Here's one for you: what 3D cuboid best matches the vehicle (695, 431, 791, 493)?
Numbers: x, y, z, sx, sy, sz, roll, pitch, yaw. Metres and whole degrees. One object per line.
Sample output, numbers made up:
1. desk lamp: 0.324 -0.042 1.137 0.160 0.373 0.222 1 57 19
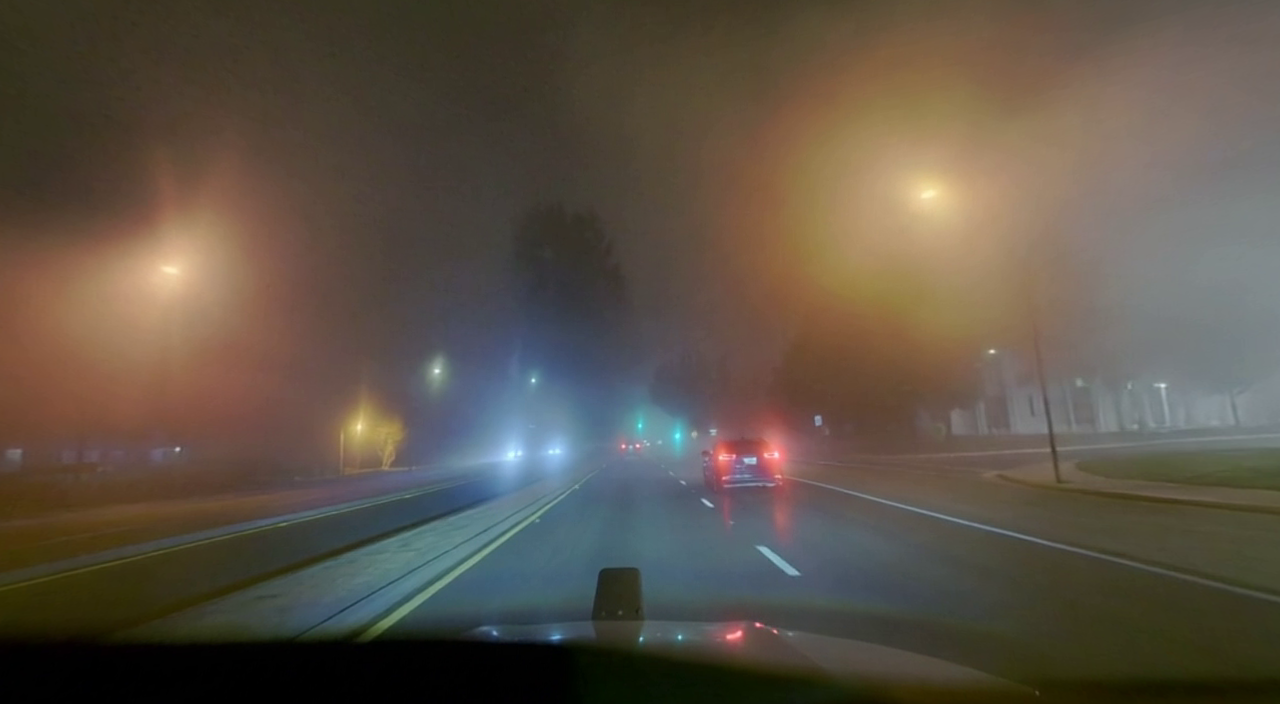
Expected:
1. vehicle: 2.932 3.253 19.103 1.995 1.616 4.729 0 -8 -1
